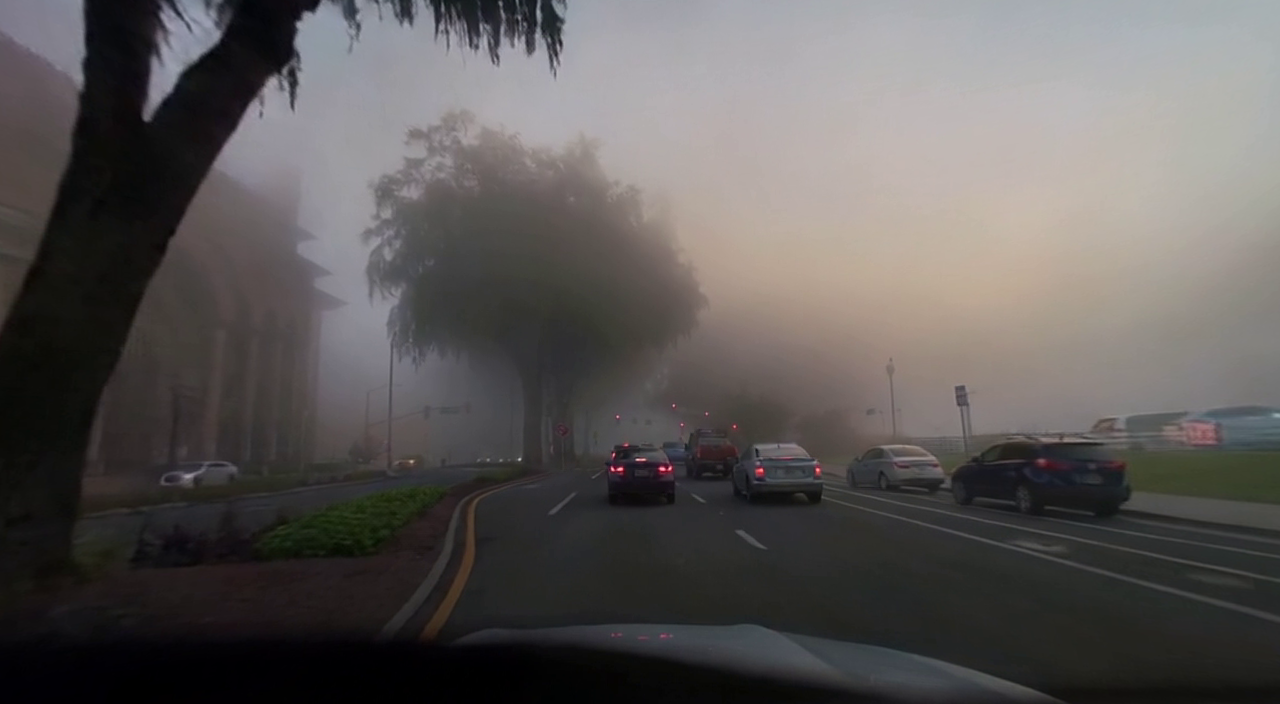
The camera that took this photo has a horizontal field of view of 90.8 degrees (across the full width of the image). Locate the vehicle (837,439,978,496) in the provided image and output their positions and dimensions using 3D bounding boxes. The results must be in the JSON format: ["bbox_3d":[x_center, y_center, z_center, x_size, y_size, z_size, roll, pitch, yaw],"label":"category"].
[{"bbox_3d":[8.182,3.544,19.966,1.970,1.559,4.911,0,-8,-5],"label":"vehicle"}]

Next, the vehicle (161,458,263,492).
[{"bbox_3d":[-21.012,6.020,31.310,1.856,1.429,4.672,0,-8,-1],"label":"vehicle"}]

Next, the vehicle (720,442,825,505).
[{"bbox_3d":[3.396,3.184,17.051,1.833,1.465,4.258,0,-8,-1],"label":"vehicle"}]

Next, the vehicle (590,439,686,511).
[{"bbox_3d":[-0.088,2.898,15.421,2.050,1.521,3.747,0,-8,-1],"label":"vehicle"}]

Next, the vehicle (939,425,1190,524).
[{"bbox_3d":[8.552,2.488,13.453,1.994,1.715,4.777,0,-8,0],"label":"vehicle"}]

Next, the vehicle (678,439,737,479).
[{"bbox_3d":[3.408,5.572,33.511,2.127,1.854,7.971,0,-8,-1],"label":"vehicle"}]
